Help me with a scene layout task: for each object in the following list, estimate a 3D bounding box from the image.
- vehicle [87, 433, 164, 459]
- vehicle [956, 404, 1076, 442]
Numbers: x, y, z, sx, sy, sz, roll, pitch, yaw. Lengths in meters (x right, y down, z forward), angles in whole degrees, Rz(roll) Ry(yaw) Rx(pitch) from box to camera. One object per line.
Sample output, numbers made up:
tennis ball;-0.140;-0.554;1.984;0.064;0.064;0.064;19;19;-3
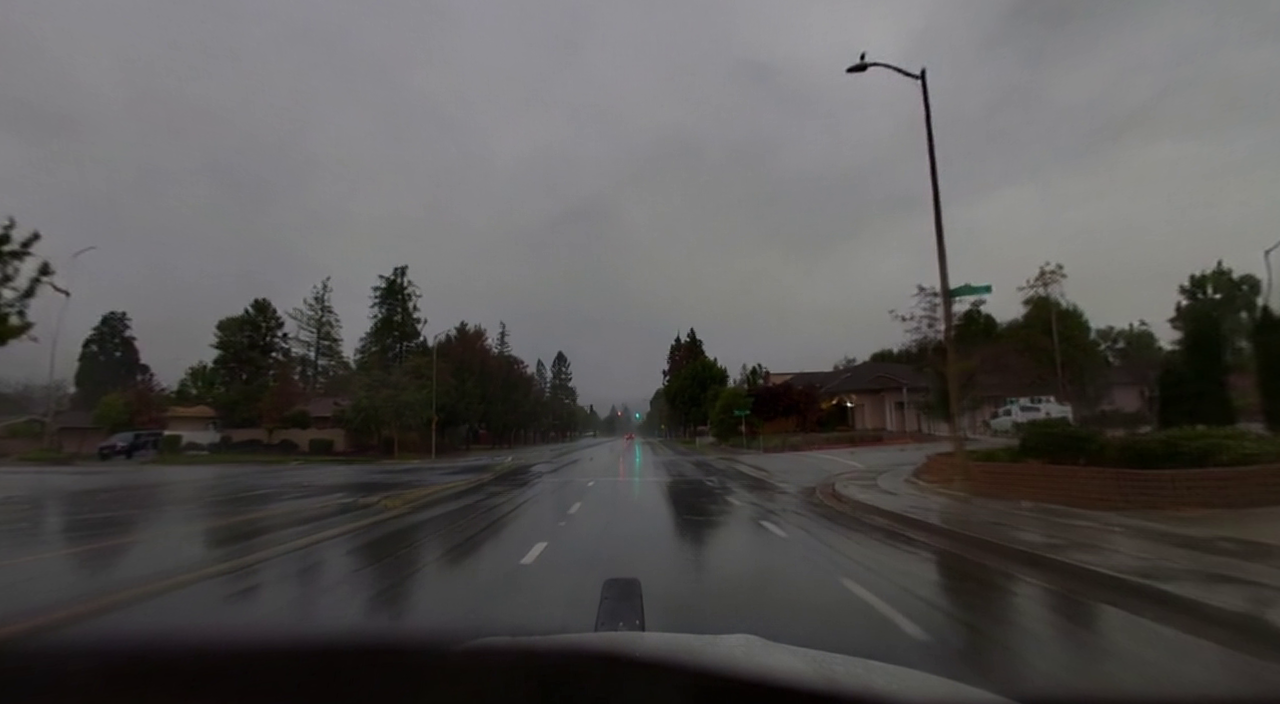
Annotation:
vehicle;-29.944;5.494;36.936;1.991;1.435;4.421;2;-9;-18
vehicle;18.853;3.602;31.869;4.698;1.583;2.081;2;-11;1
